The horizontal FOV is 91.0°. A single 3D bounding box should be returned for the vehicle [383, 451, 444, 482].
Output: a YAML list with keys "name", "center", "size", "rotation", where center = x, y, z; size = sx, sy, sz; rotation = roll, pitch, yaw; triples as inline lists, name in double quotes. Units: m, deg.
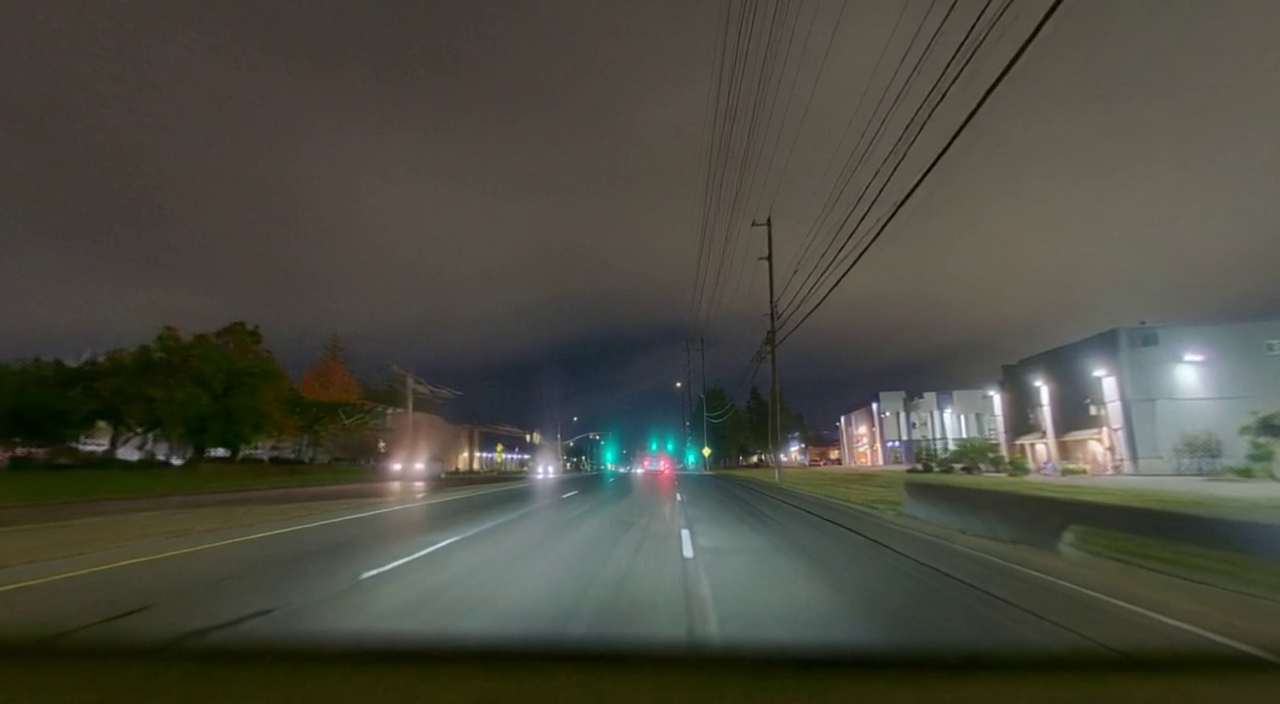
- name: "vehicle"
  center: [-13.508, 6.833, 37.835]
  size: [1.942, 1.710, 4.167]
  rotation: [-1, -8, 3]

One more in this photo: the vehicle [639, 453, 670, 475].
- name: "vehicle"
  center: [1.094, 8.209, 46.299]
  size: [2.114, 1.492, 4.453]
  rotation: [-1, -8, 2]
